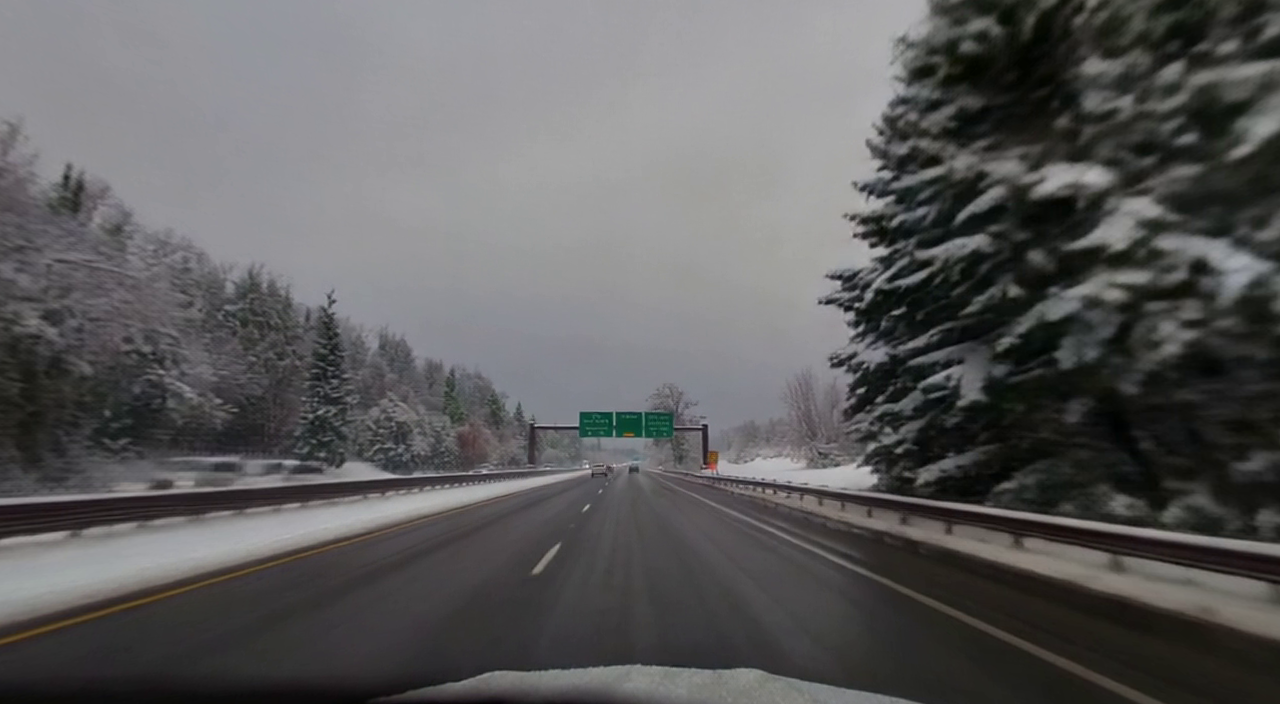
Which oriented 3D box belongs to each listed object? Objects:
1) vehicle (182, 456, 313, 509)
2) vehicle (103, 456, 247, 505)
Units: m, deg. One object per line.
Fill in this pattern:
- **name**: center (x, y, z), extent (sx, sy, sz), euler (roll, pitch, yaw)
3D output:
- **vehicle**: center (-11.780, 3.933, 19.212), extent (1.712, 1.420, 3.493), euler (1, -10, -1)
- **vehicle**: center (-15.956, 4.423, 21.972), extent (1.773, 1.493, 4.313), euler (1, -10, -2)
